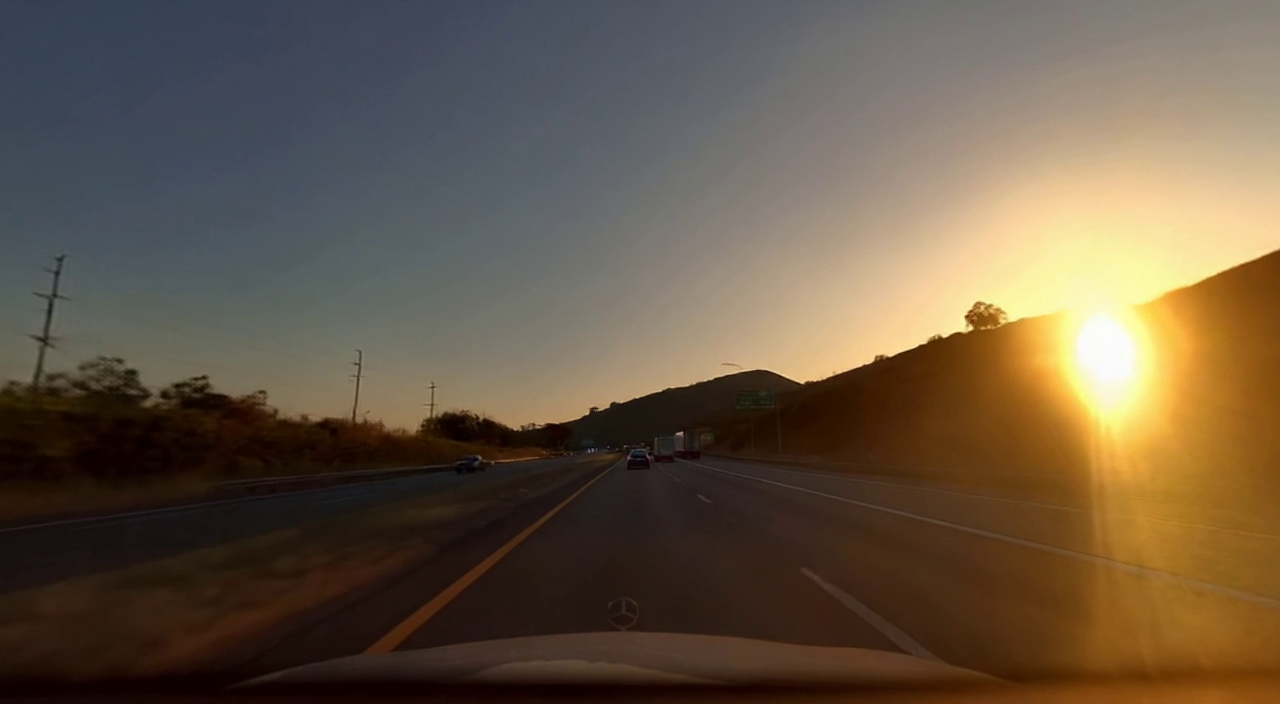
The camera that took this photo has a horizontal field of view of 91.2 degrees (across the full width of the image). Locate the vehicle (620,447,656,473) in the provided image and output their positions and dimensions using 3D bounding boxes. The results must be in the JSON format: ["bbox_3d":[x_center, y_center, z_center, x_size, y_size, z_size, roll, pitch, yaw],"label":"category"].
[{"bbox_3d":[-0.159,6.657,38.734,2.083,1.473,3.923,0,-9,-1],"label":"vehicle"}]
